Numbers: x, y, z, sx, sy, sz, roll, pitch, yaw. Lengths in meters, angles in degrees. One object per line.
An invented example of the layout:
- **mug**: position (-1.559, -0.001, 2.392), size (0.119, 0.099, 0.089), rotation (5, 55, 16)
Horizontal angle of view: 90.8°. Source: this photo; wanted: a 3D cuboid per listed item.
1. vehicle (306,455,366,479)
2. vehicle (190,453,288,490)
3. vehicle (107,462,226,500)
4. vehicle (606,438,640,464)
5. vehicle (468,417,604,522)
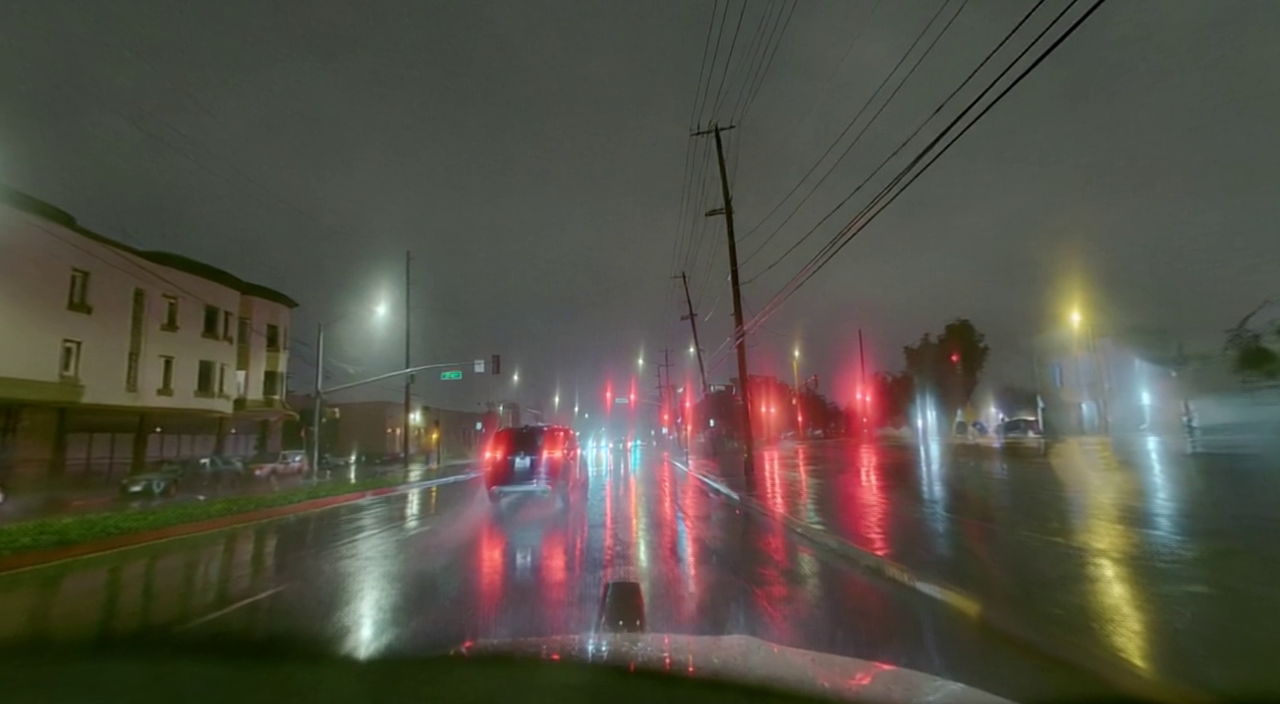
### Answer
- **vehicle**: position (-20.319, 7.702, 42.443), size (1.826, 1.430, 4.426), rotation (0, -9, -1)
- **vehicle**: position (-20.277, 6.042, 32.193), size (1.989, 1.689, 4.388), rotation (0, -9, 2)
- **vehicle**: position (-20.332, 5.527, 27.397), size (1.790, 1.415, 4.450), rotation (0, -9, -2)
- **vehicle**: position (-1.101, 6.660, 42.536), size (2.144, 1.681, 3.855), rotation (0, -9, 0)
- **vehicle**: position (-1.881, 2.295, 12.758), size (2.022, 1.757, 4.041), rotation (0, -9, 0)
